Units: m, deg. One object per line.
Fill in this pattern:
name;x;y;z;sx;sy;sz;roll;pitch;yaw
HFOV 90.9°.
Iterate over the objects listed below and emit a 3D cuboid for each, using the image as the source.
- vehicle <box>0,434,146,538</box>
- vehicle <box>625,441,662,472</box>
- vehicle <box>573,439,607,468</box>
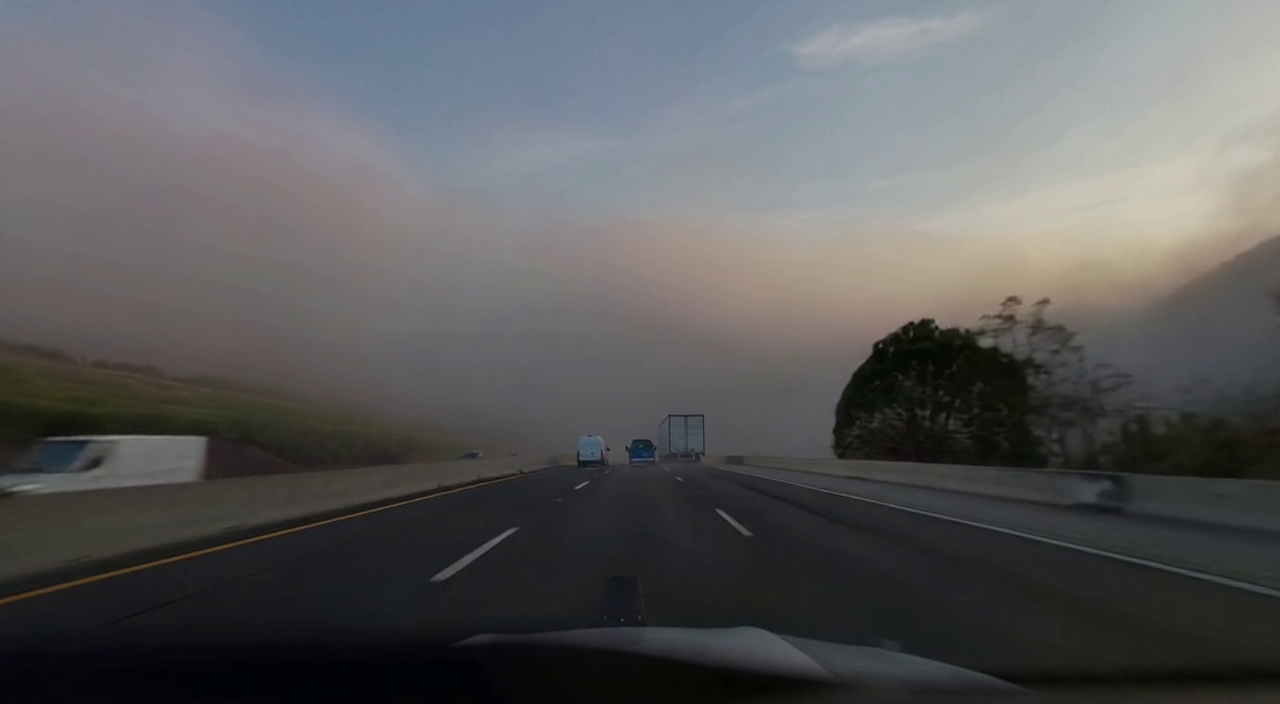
vehicle;-16.409;3.419;16.379;2.308;2.449;5.847;0;-9;0
vehicle;0.201;6.464;39.049;2.166;1.747;4.299;0;-9;0
vehicle;-3.612;7.453;46.422;1.955;2.004;4.792;-1;-9;1
